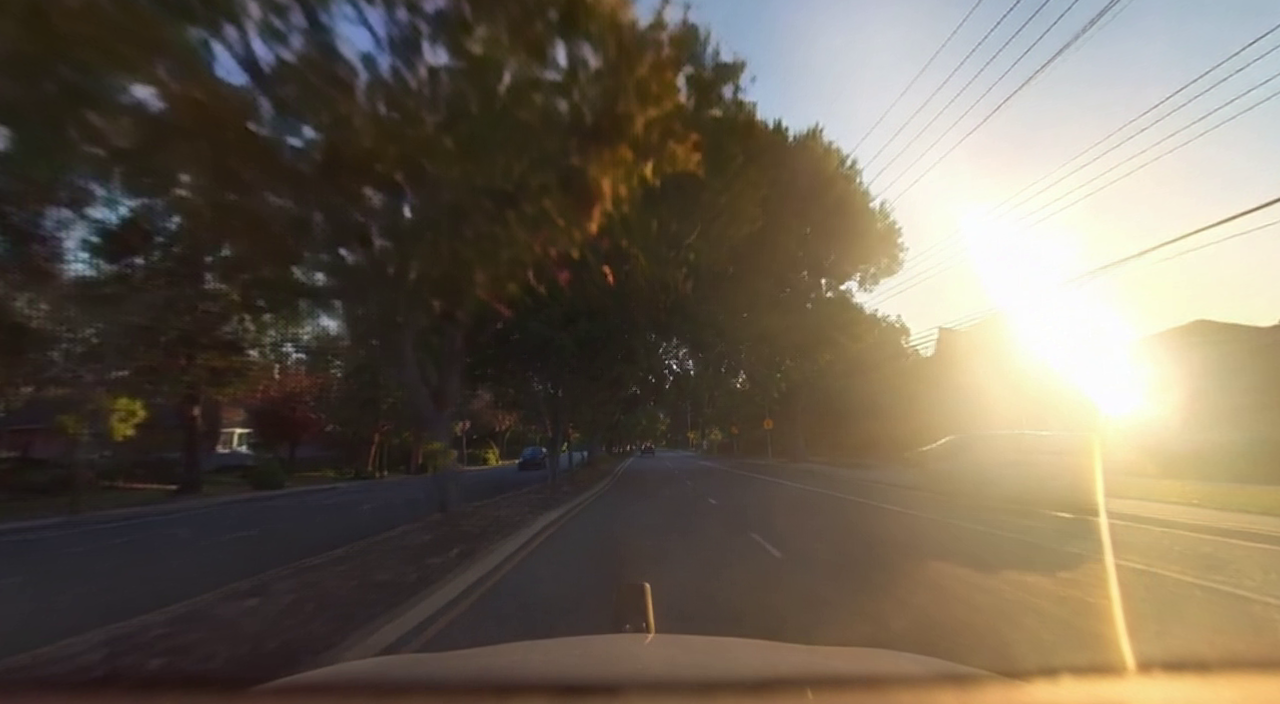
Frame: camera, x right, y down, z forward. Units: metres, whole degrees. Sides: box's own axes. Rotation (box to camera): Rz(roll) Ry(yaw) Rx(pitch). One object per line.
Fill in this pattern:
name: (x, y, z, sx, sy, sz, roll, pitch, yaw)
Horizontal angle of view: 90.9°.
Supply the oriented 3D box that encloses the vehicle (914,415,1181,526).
vehicle: (7.723, 2.295, 12.740, 2.200, 1.783, 4.682, -1, -8, -1)
